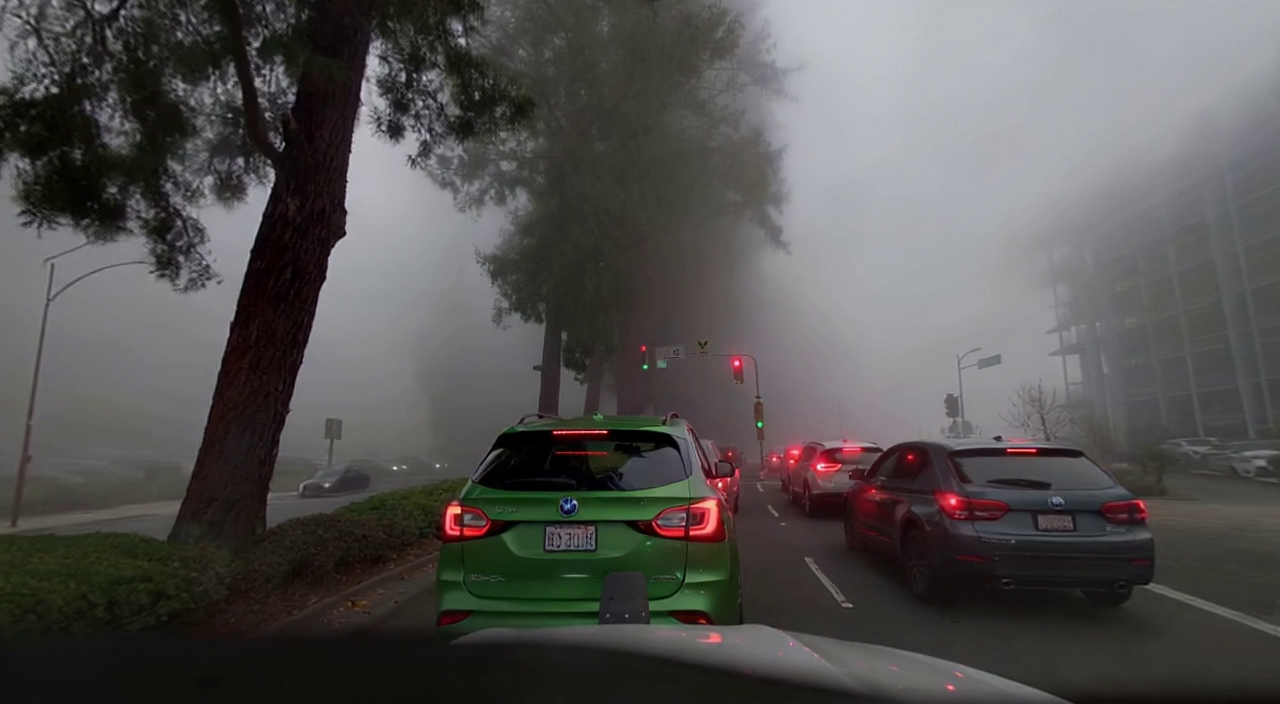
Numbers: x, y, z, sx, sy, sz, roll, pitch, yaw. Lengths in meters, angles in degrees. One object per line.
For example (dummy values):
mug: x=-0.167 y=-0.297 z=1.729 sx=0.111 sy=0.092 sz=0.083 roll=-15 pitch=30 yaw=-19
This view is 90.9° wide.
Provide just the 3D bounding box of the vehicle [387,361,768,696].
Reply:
vehicle: x=-0.205 y=1.237 z=5.560 sx=2.021 sy=1.742 sz=4.295 roll=-1 pitch=-8 yaw=4

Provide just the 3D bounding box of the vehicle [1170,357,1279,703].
vehicle: x=4.063 y=0.602 z=1.117 sx=1.993 sy=1.719 sz=4.953 roll=0 pitch=-8 yaw=1

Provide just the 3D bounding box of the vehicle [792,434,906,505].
vehicle: x=5.332 y=3.031 z=16.714 sx=1.994 sy=1.638 sz=4.100 roll=-1 pitch=-9 yaw=6

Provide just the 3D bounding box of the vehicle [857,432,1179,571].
vehicle: x=4.901 y=1.968 z=9.182 sx=1.963 sy=1.480 sz=4.553 roll=0 pitch=-8 yaw=2
